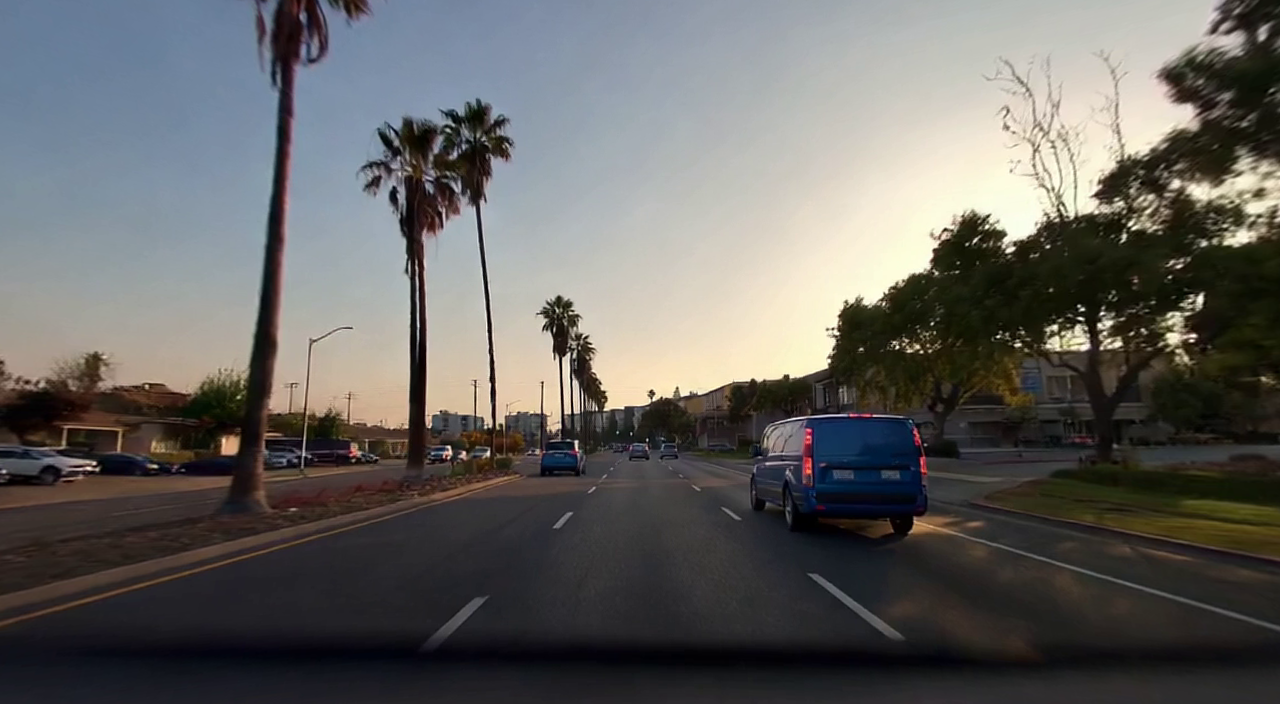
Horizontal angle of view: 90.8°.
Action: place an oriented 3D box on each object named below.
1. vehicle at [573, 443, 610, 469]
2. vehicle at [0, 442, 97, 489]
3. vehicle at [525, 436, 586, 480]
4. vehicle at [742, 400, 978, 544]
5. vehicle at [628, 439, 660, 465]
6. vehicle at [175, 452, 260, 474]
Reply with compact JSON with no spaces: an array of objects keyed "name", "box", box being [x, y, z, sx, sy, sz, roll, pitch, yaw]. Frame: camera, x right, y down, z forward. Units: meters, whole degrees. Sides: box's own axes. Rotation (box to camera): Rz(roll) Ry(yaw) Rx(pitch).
[{"name":"vehicle","box":[-2.803,6.142,37.505,1.869,1.454,4.142,0,-8,0]},{"name":"vehicle","box":[-29.099,5.144,28.825,6.396,2.029,2.355,0,-8,0]},{"name":"vehicle","box":[-3.477,4.433,26.707,1.967,1.703,4.157,0,-8,1]},{"name":"vehicle","box":[3.346,1.960,10.946,2.234,1.912,4.847,0,-9,-1]},{"name":"vehicle","box":[0.240,7.105,45.183,2.191,1.761,3.857,0,-9,0]},{"name":"vehicle","box":[-28.595,7.505,42.819,4.371,1.393,1.867,0,-9,-1]}]
